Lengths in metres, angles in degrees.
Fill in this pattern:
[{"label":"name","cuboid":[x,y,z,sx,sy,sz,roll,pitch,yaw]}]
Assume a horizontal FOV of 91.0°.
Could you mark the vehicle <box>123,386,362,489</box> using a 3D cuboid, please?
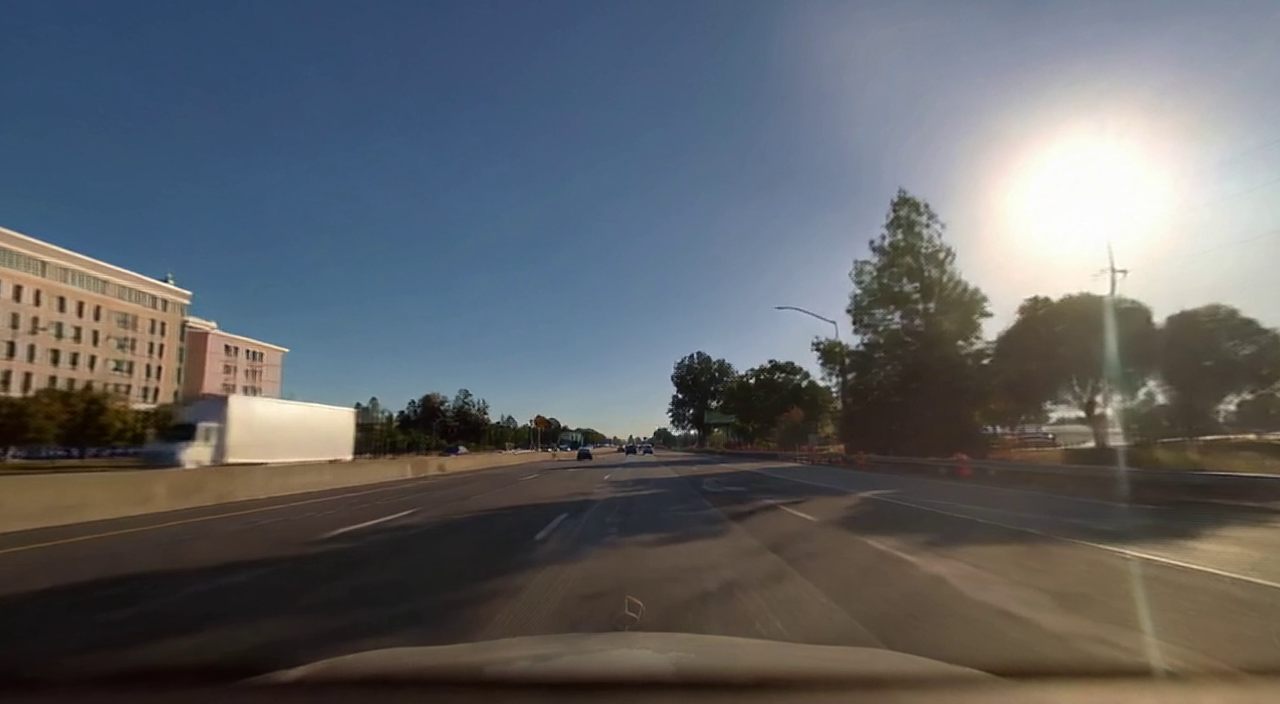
[{"label":"vehicle","cuboid":[-19.725,4.661,33.582,2.729,4.186,15.380,0,-9,0]}]
